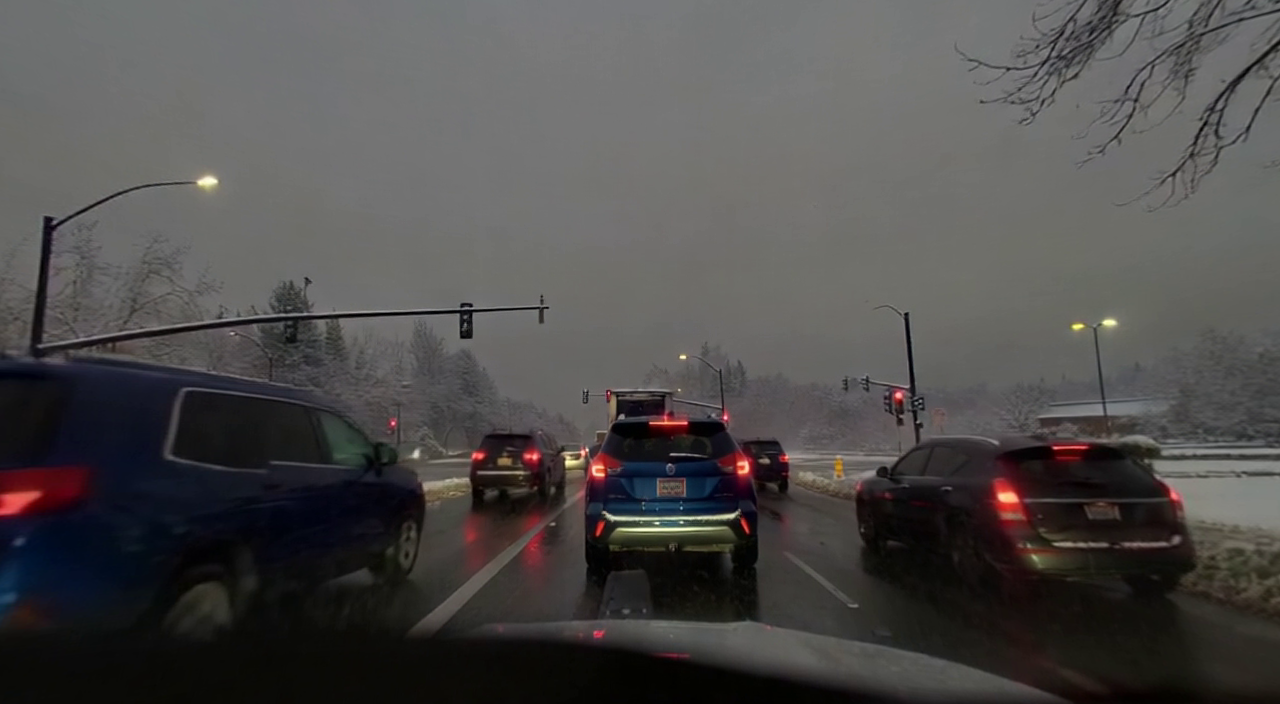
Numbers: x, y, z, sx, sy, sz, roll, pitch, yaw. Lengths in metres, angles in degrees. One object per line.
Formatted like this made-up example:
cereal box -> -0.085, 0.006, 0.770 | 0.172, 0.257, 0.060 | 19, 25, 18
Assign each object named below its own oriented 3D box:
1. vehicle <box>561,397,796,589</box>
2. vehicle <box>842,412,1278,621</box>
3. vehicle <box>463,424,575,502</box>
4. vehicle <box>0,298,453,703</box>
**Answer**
vehicle -> 0.374, 1.630, 8.091 | 2.172, 1.764, 4.338 | 0, -8, 1
vehicle -> 3.902, 1.562, 6.929 | 1.954, 1.592, 3.992 | 0, -8, -1
vehicle -> -3.121, 2.998, 17.436 | 2.054, 1.814, 4.941 | 0, -8, 1
vehicle -> -3.195, 1.063, 4.568 | 2.209, 1.828, 4.847 | 0, -8, 0
